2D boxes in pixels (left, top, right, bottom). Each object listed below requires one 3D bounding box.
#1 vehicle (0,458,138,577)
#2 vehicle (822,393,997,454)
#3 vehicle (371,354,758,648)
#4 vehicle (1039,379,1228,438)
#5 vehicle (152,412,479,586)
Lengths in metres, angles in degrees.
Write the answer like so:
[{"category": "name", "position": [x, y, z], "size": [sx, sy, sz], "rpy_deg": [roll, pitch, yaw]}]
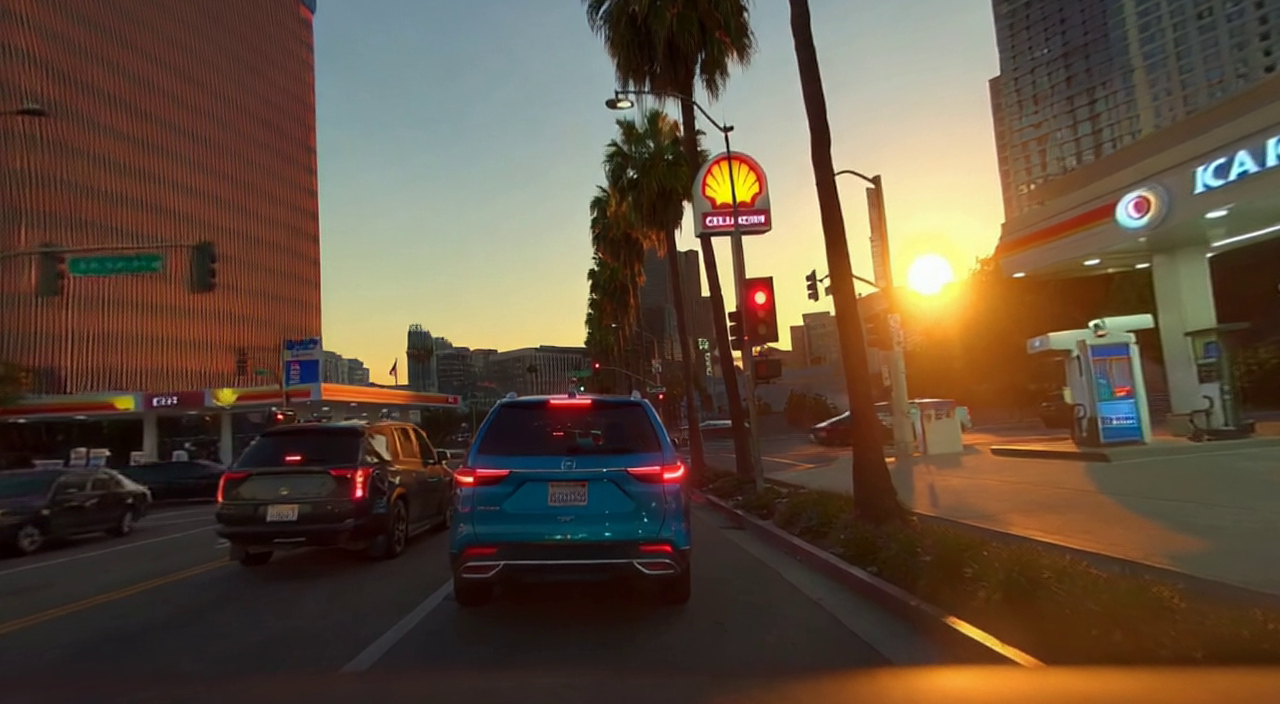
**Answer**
[{"category": "vehicle", "position": [-11.528, 2.846, 11.522], "size": [2.331, 1.708, 4.660], "rpy_deg": [3, -9, -21]}, {"category": "vehicle", "position": [9.588, 2.618, 22.819], "size": [5.307, 2.076, 2.122], "rpy_deg": [0, -8, -4]}, {"category": "vehicle", "position": [-0.592, 1.317, 6.646], "size": [2.519, 1.913, 4.819], "rpy_deg": [0, -8, -3]}, {"category": "vehicle", "position": [17.912, 2.101, 23.140], "size": [5.033, 1.999, 2.259], "rpy_deg": [0, -8, -3]}, {"category": "vehicle", "position": [-3.842, 1.821, 8.825], "size": [2.097, 1.692, 5.030], "rpy_deg": [0, -8, -3]}]
